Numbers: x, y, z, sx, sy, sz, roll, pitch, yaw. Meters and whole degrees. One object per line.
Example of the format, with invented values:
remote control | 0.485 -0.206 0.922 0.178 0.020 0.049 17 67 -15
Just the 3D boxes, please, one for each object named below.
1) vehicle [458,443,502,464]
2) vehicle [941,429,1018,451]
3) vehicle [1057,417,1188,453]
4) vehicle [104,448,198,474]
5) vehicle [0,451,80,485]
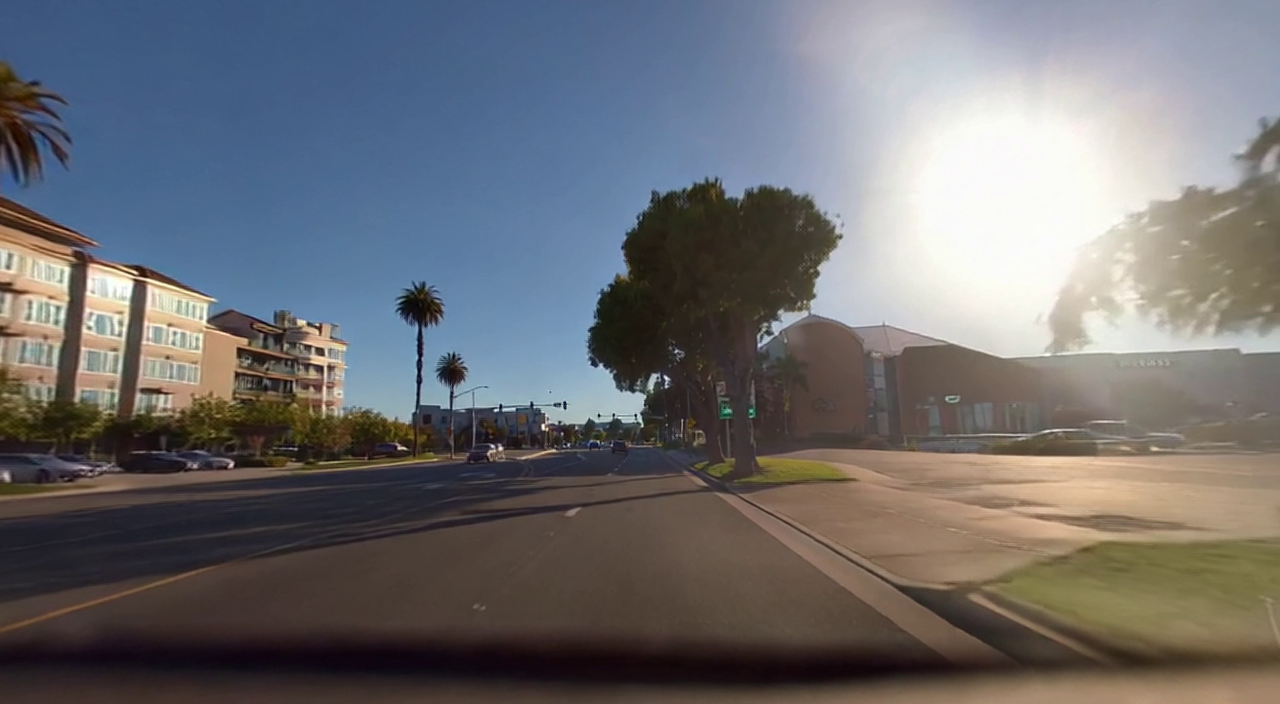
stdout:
vehicle | -12.126 7.697 47.894 2.078 1.532 4.627 0 -8 0
vehicle | 25.347 6.580 46.972 4.649 1.611 1.945 0 -8 -1
vehicle | 25.112 4.337 32.819 5.117 1.813 2.052 0 -8 0
vehicle | -29.775 6.655 38.285 4.133 1.501 1.876 0 -8 0
vehicle | -29.964 5.528 30.098 4.310 1.533 1.917 0 -8 1
